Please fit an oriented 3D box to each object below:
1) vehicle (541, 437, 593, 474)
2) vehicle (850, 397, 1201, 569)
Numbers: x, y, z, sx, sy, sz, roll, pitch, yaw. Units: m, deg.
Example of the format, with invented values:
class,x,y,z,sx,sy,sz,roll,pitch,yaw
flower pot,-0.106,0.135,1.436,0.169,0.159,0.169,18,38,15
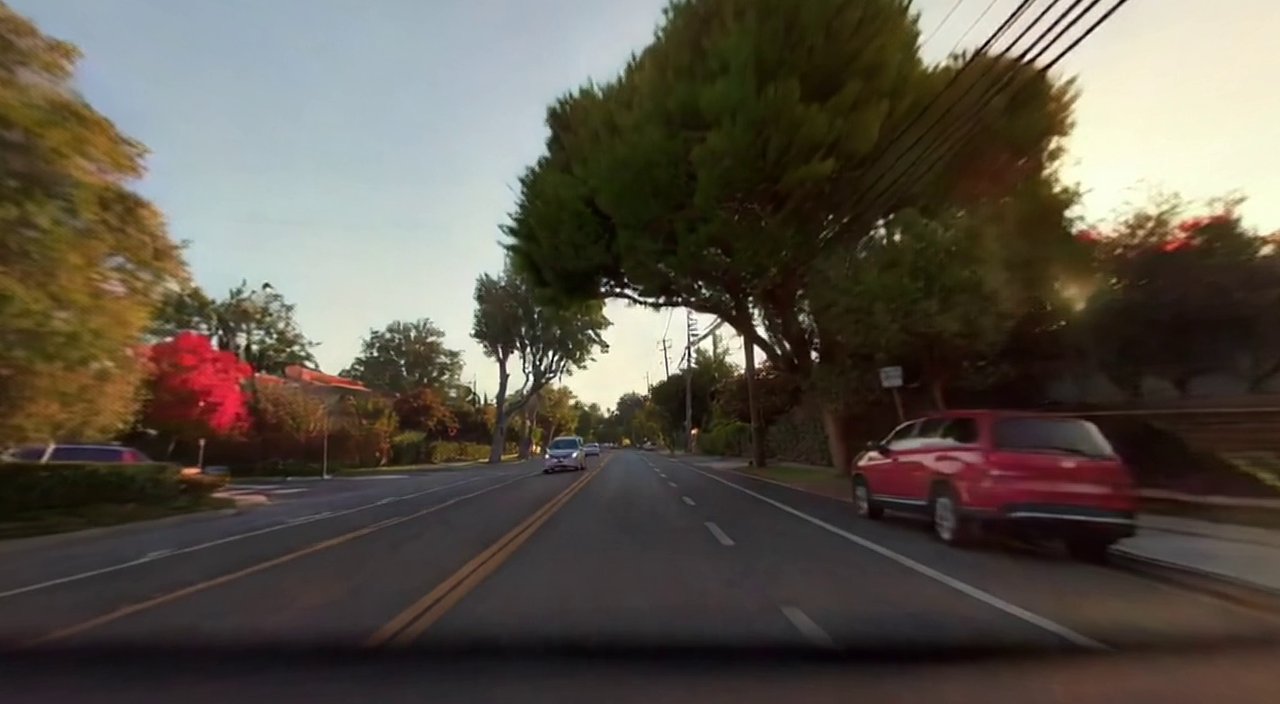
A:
class,x,y,z,sx,sy,sz,roll,pitch,yaw
vehicle,-3.964,5.791,35.421,2.357,1.893,5.084,0,-9,0
vehicle,5.433,1.944,10.212,2.238,1.995,5.491,0,-9,1
